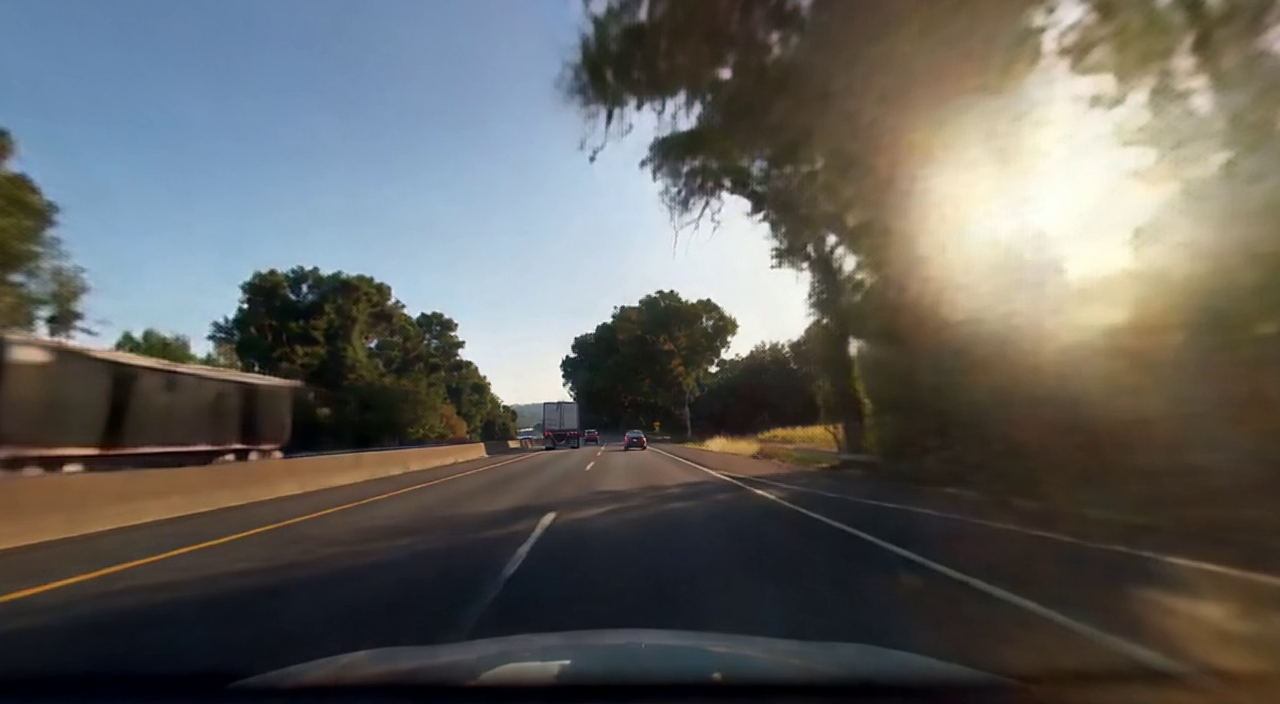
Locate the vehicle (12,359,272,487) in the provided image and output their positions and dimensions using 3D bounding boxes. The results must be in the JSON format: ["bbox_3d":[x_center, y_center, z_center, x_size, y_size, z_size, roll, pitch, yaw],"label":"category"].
[{"bbox_3d":[-17.130,2.624,22.754,2.846,3.773,8.228,0,-8,-3],"label":"vehicle"}]

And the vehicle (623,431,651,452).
[{"bbox_3d":[-0.290,6.788,47.875,1.988,1.472,3.716,0,-8,-3],"label":"vehicle"}]

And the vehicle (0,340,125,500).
[{"bbox_3d":[-16.627,1.404,13.272,2.992,3.780,10.447,0,-8,-3],"label":"vehicle"}]

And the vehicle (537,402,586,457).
[{"bbox_3d":[-4.736,4.854,39.029,2.450,3.098,6.965,0,-8,-2],"label":"vehicle"}]
